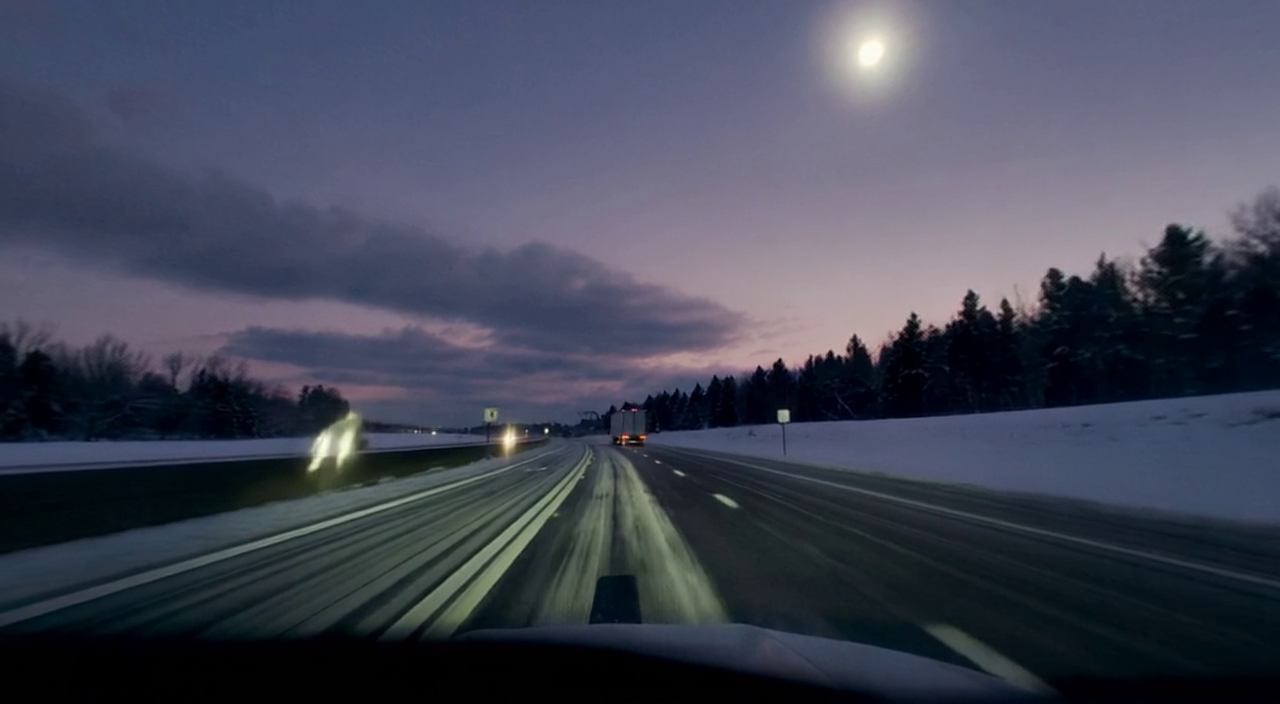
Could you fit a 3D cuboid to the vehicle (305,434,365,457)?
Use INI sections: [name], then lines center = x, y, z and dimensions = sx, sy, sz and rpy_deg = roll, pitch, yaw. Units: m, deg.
[vehicle]
center = -21.476, 6.586, 44.551
dimensions = 2.083, 1.487, 4.759
rpy_deg = 0, -8, -3
